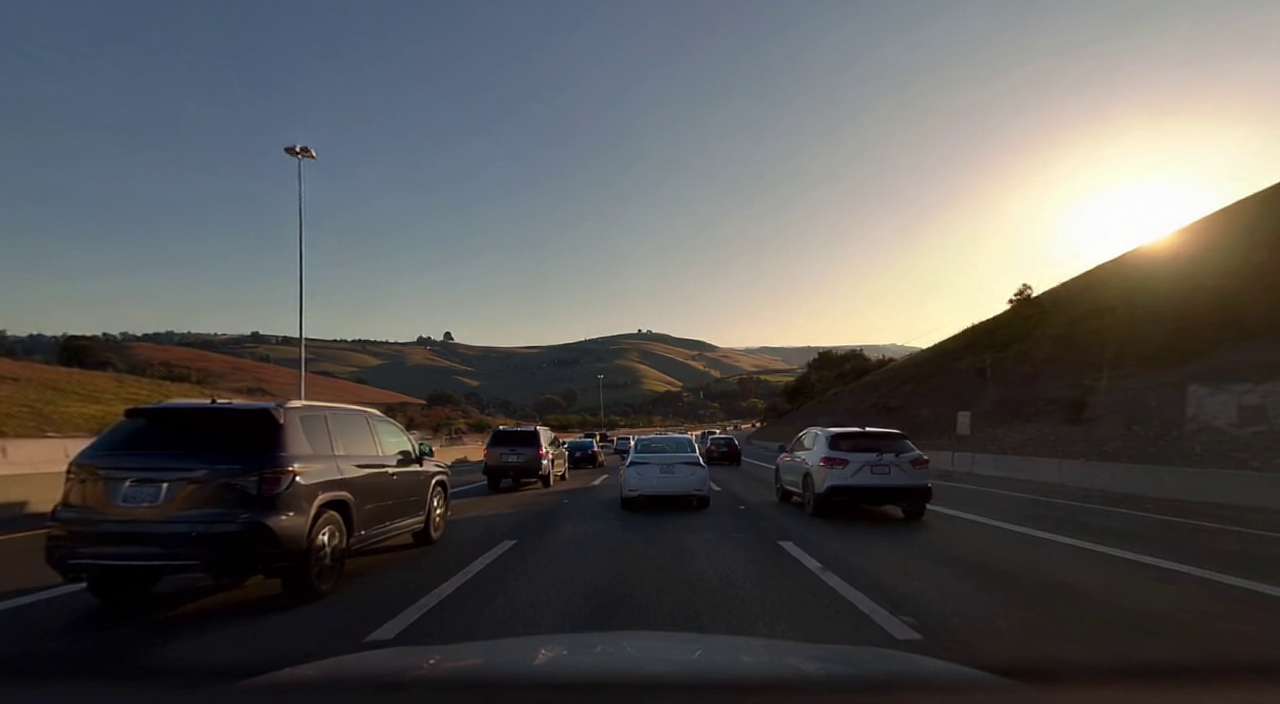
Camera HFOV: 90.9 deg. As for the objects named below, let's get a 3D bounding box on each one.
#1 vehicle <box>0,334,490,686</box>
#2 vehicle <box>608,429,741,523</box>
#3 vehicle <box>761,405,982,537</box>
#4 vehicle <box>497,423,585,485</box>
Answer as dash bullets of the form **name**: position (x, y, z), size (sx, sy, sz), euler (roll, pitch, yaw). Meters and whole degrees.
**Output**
- **vehicle**: position (-3.334, 1.227, 6.180), size (2.301, 1.902, 5.374), euler (0, -8, 1)
- **vehicle**: position (0.578, 2.285, 12.239), size (2.105, 1.471, 4.349), euler (0, -8, 1)
- **vehicle**: position (3.561, 1.932, 10.824), size (2.046, 1.765, 4.534), euler (0, -8, 0)
- **vehicle**: position (-3.165, 3.390, 21.204), size (1.997, 1.806, 5.002), euler (0, -8, 2)
